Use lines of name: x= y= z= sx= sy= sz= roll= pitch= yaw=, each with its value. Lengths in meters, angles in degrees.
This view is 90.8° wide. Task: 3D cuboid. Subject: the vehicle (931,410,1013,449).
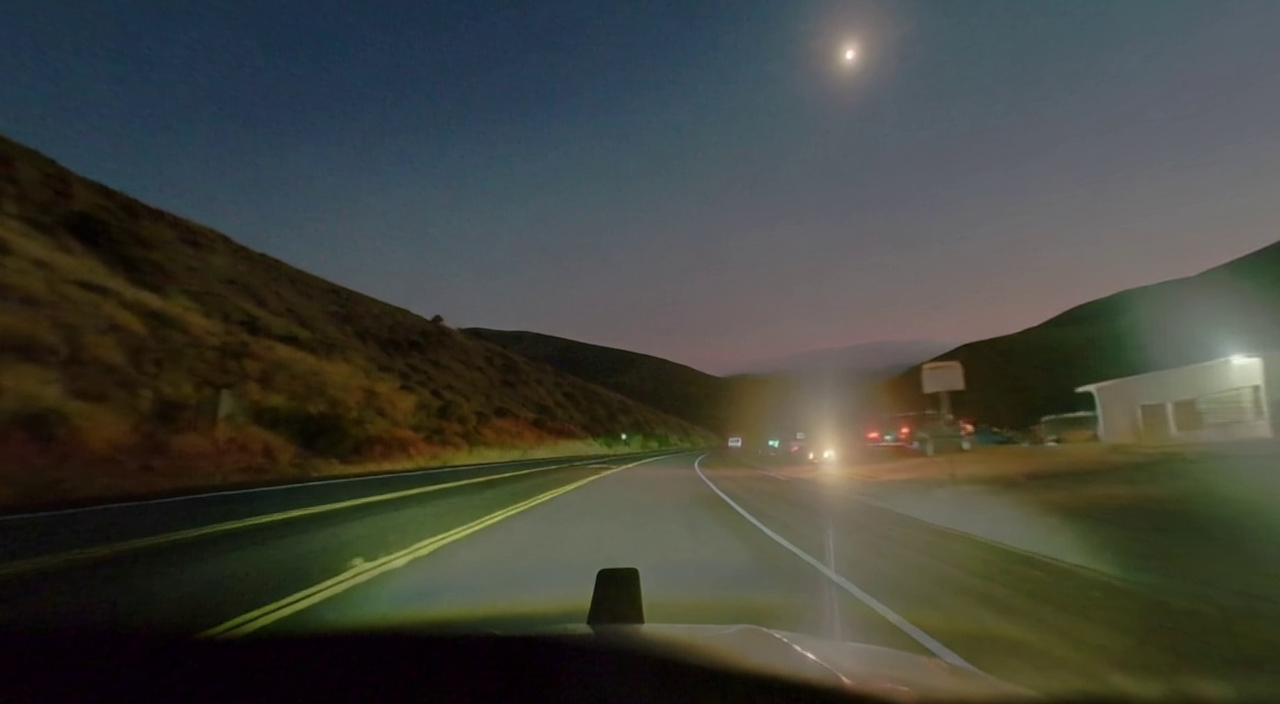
vehicle: x=20.049 y=4.782 z=38.382 sx=2.164 sy=1.875 sz=4.545 roll=-4 pitch=-10 yaw=-4

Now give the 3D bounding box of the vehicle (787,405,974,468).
vehicle: x=9.042 y=3.353 z=24.480 sx=2.216 sy=1.887 sz=6.388 roll=2 pitch=-11 yaw=-37
